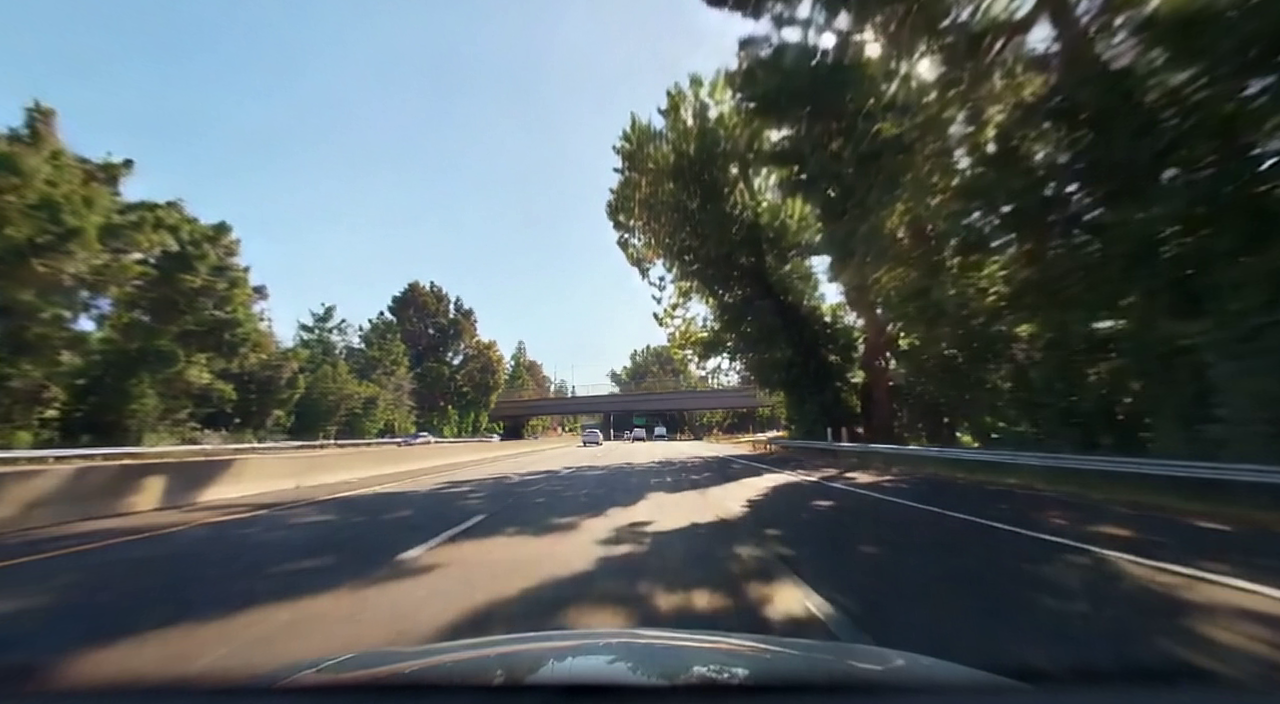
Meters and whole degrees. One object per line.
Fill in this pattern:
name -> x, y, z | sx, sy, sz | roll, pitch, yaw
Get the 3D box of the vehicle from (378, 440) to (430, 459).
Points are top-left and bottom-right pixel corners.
vehicle -> -17.169, 7.094, 45.999 | 2.058, 1.339, 4.443 | 0, -8, 0
